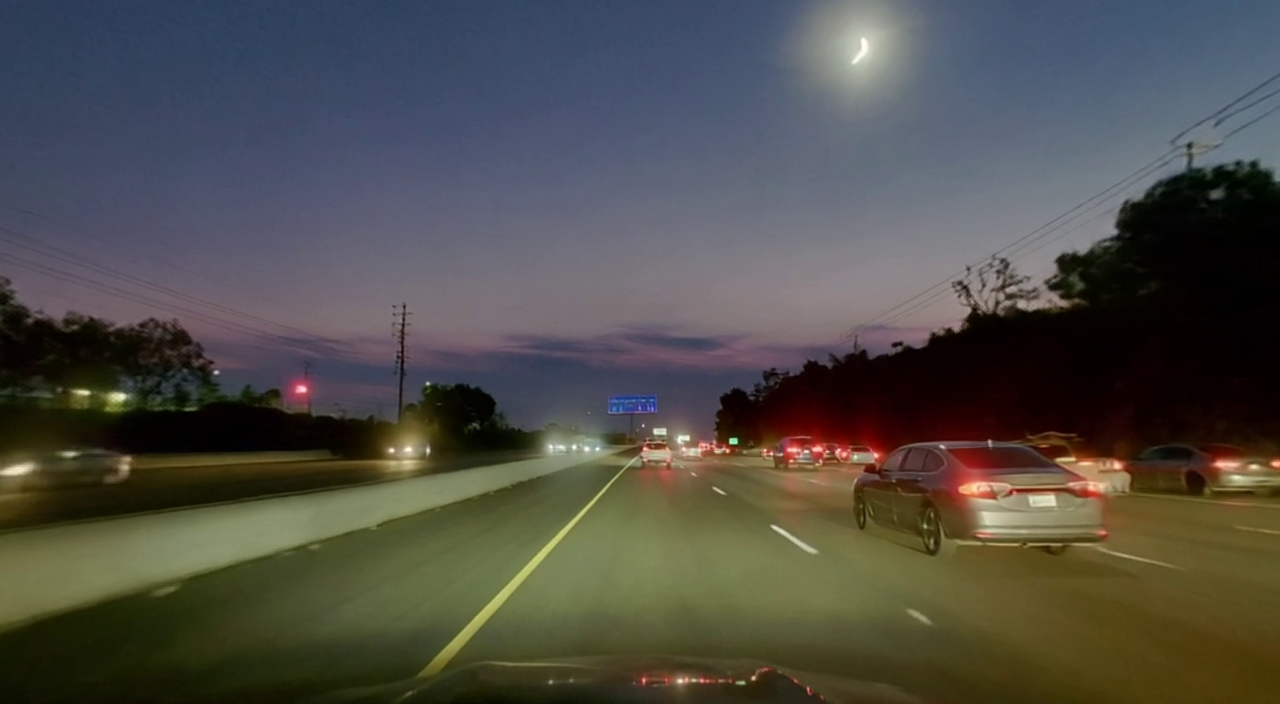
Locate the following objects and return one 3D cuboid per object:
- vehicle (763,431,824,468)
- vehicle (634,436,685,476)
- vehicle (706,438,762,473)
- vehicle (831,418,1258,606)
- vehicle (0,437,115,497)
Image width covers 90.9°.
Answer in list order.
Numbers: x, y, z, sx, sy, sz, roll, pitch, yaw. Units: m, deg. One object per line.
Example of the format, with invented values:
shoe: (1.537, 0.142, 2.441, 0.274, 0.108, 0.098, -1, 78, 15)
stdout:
vehicle: (7.959, 5.113, 33.178, 2.041, 1.821, 4.562, 0, -8, 0)
vehicle: (0.791, 4.445, 27.228, 2.042, 1.581, 3.769, 0, -8, 0)
vehicle: (4.185, 4.703, 28.767, 1.936, 1.465, 4.060, 0, -8, 0)
vehicle: (3.904, 1.602, 7.291, 1.986, 1.478, 4.429, 0, -8, 0)
vehicle: (-17.027, 3.021, 16.703, 2.041, 1.480, 4.759, 0, -8, 2)
